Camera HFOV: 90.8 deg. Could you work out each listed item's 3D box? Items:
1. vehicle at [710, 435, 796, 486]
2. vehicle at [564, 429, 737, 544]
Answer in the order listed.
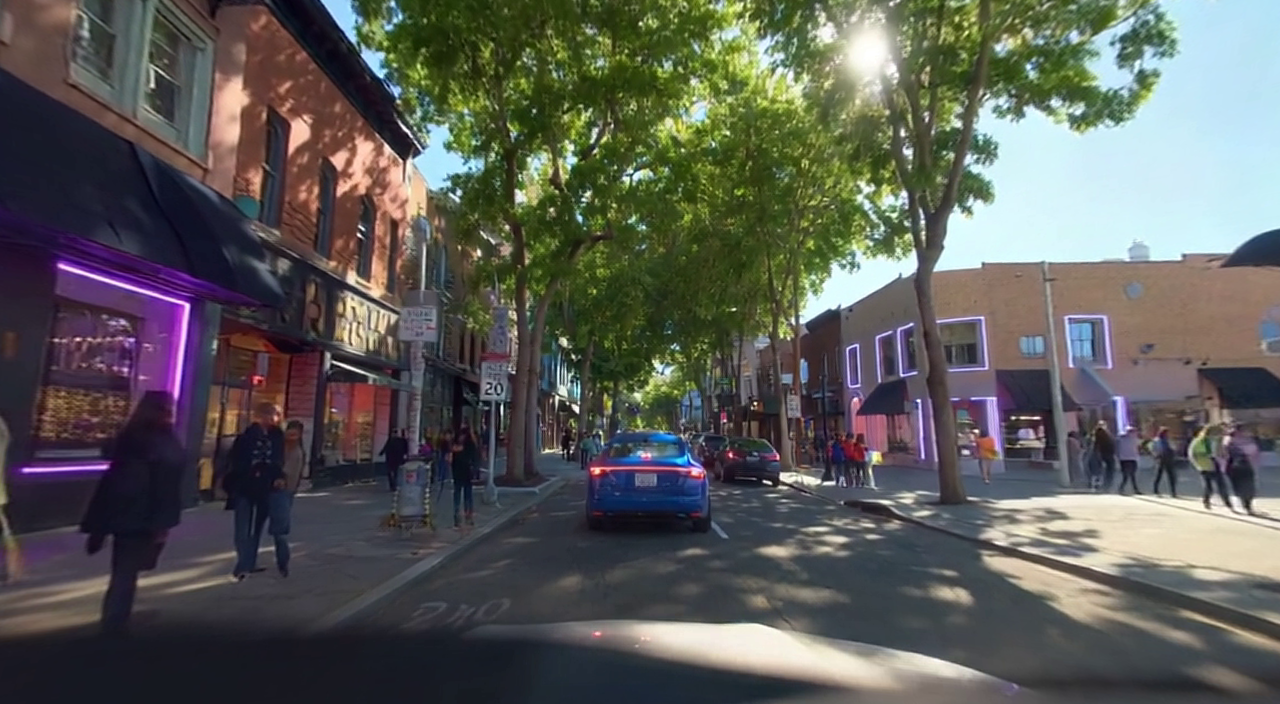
[{"bbox_3d":[3.664,3.617,21.325,2.025,1.523,4.426,0,-9,-1],"label":"vehicle"},{"bbox_3d":[0.108,2.076,10.405,2.261,1.474,4.130,0,-8,-1],"label":"vehicle"}]
